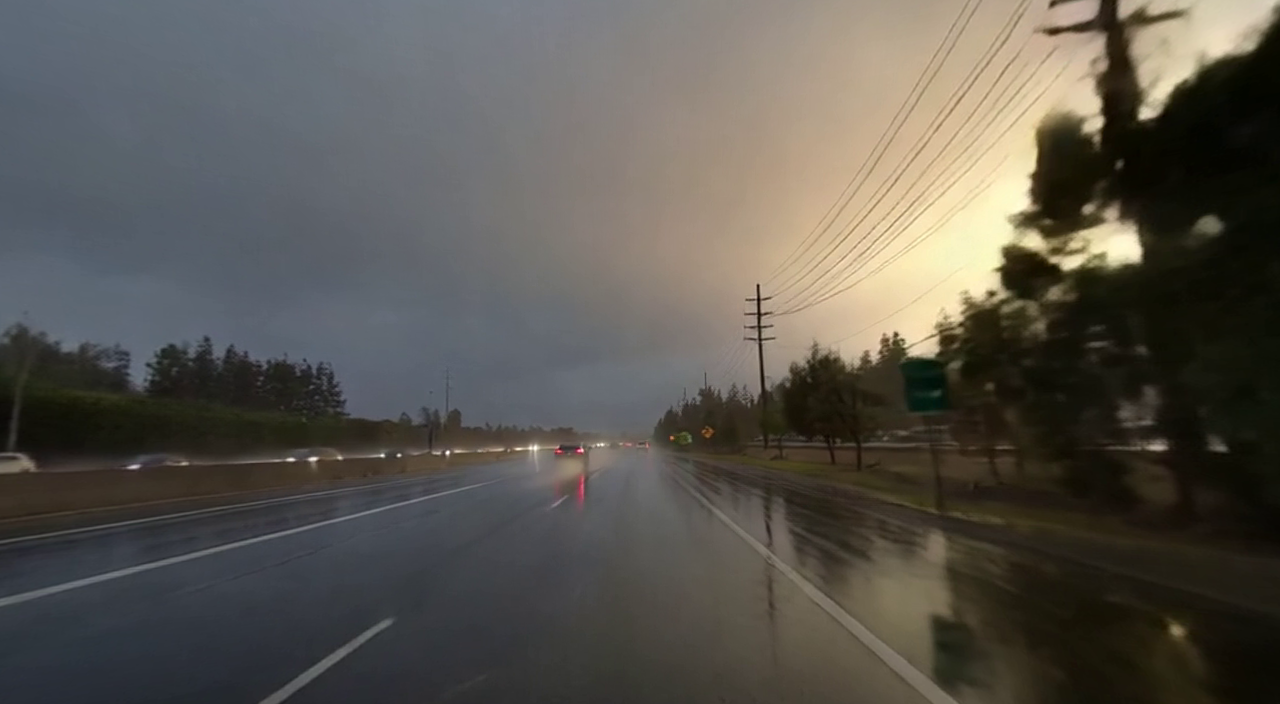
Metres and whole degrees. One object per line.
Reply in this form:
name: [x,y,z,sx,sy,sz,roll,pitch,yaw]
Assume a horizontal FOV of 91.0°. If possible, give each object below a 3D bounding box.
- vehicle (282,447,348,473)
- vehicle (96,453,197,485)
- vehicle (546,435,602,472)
vehicle: [-24.370,8.105,47.531,2.001,1.787,5.480,0,-9,0]
vehicle: [-28.370,6.700,36.434,1.971,1.648,4.712,0,-9,0]
vehicle: [-3.702,5.810,36.297,2.577,1.939,5.408,0,-9,1]
